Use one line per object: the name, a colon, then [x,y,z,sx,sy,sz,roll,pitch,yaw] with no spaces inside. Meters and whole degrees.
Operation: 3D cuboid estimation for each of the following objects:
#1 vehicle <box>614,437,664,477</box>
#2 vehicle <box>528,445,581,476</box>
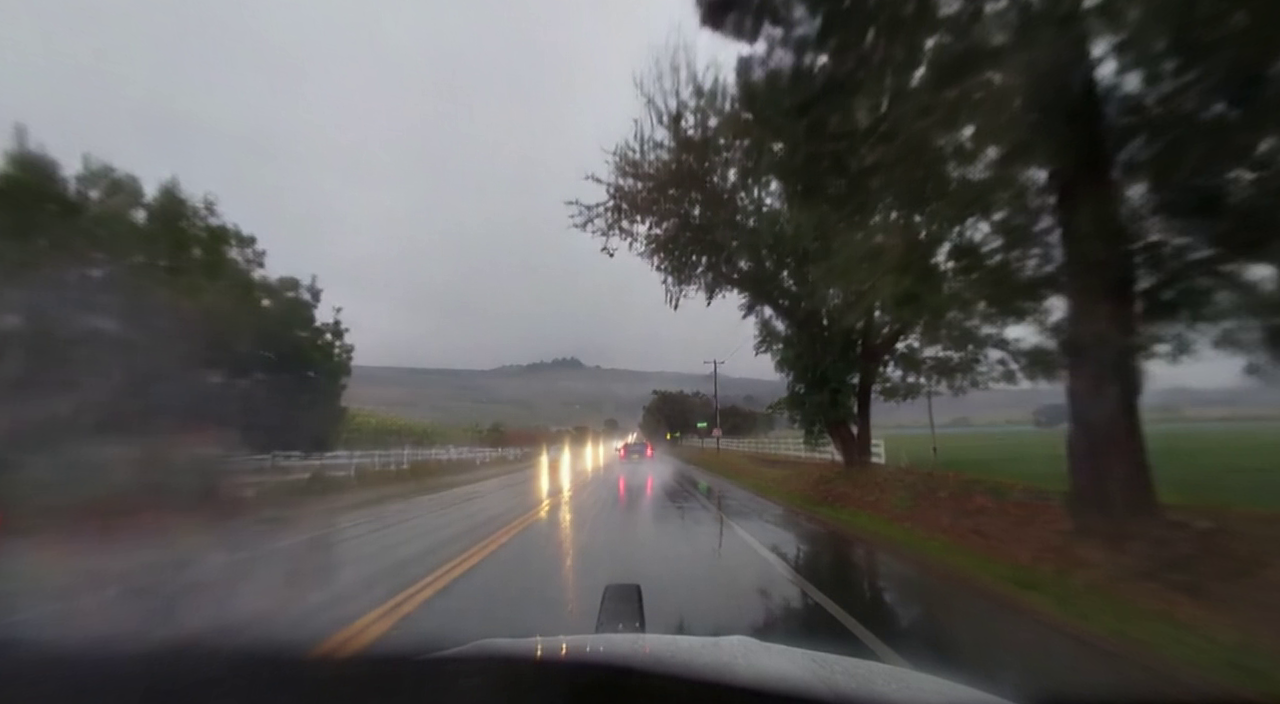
vehicle: [-0.070,4.782,28.959,2.158,1.669,4.006,0,-8,-1]
vehicle: [-4.317,5.561,32.647,2.092,1.490,4.422,0,-8,0]
